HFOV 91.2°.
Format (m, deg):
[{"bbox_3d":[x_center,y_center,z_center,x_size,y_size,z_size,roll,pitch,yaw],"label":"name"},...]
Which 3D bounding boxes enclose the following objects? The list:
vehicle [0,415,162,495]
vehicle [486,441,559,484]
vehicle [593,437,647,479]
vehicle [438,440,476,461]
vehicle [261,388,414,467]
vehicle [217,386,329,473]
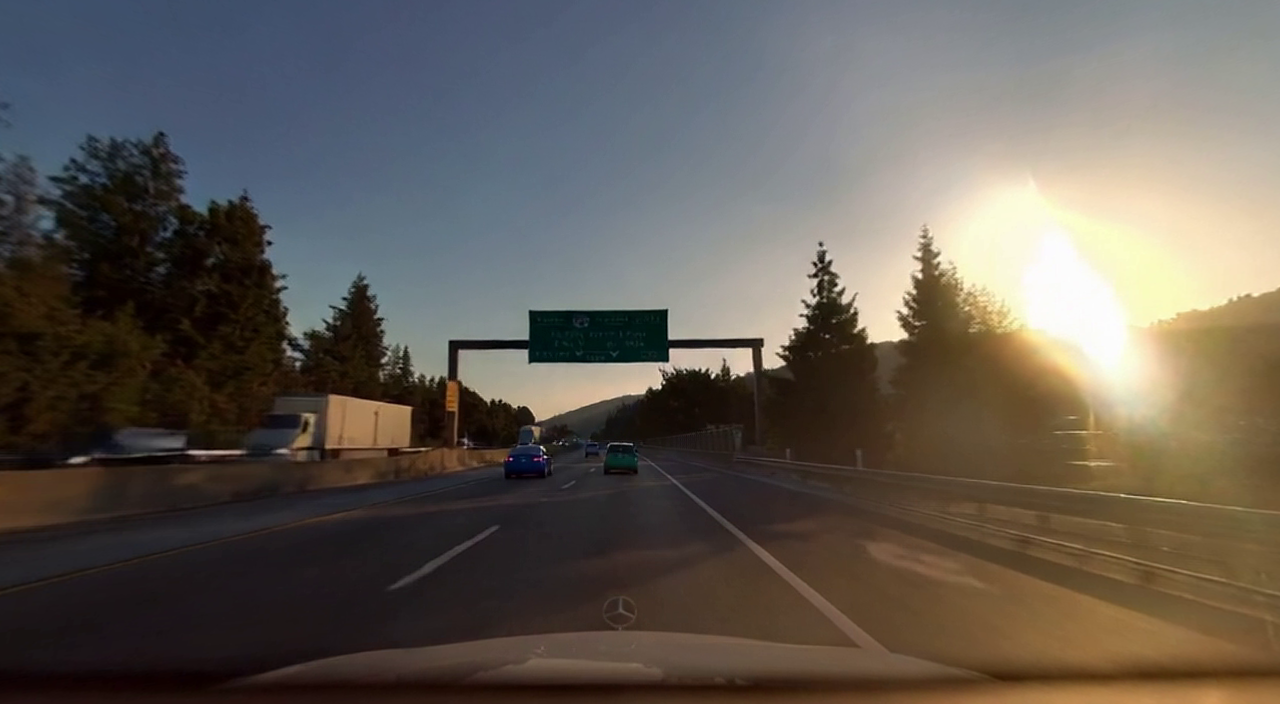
[{"bbox_3d":[-13.998,2.435,14.854,1.938,1.619,4.246,-1,-9,0],"label":"vehicle"},{"bbox_3d":[-4.683,4.483,25.723,2.103,1.588,4.709,-1,-9,0],"label":"vehicle"},{"bbox_3d":[-0.879,4.729,28.067,2.220,1.711,4.056,0,-9,-1],"label":"vehicle"},{"bbox_3d":[-14.564,7.834,49.955,1.866,1.584,3.939,0,-9,-1],"label":"vehicle"},{"bbox_3d":[-18.151,4.969,39.444,2.895,4.041,14.097,0,-9,-1],"label":"vehicle"},{"bbox_3d":[-17.932,3.877,30.979,2.989,3.994,3.933,0,-9,-2],"label":"vehicle"}]
